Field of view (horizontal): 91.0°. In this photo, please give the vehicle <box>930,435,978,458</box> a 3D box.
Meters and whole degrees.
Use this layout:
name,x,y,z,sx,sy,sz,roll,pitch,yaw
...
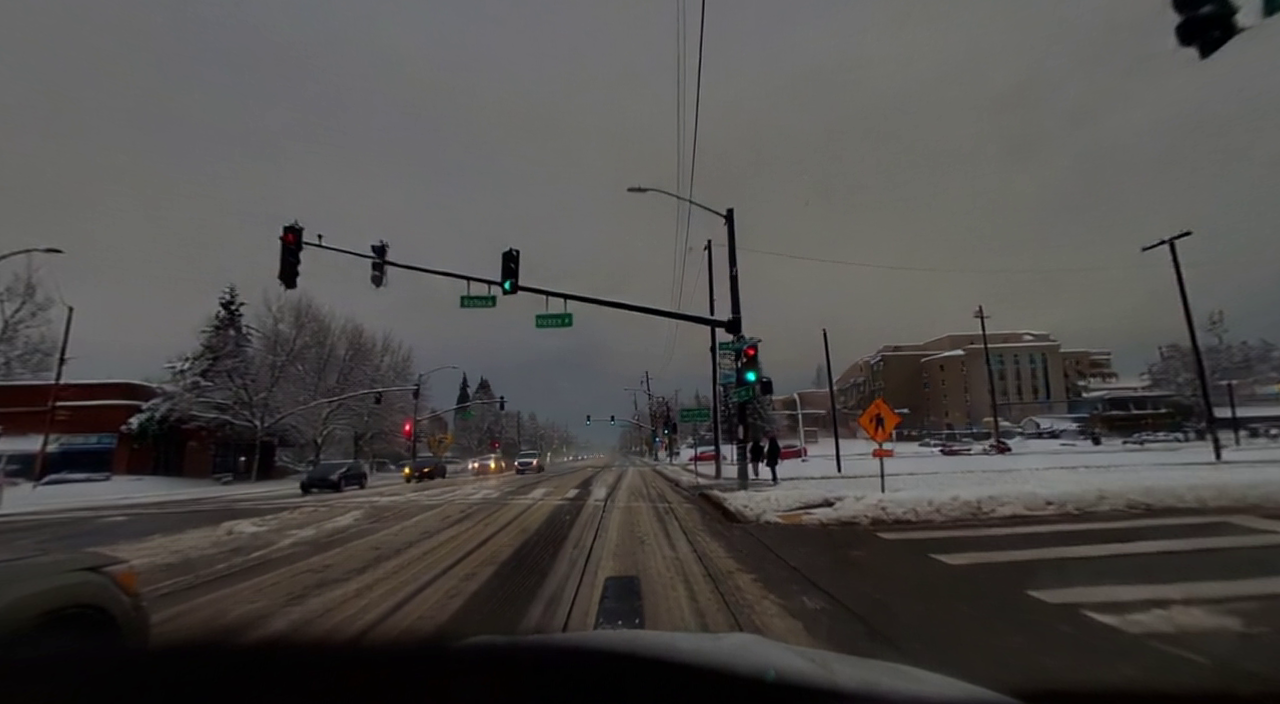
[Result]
name,x,y,z,sx,sy,sz,roll,pitch,yaw
vehicle,24.451,7.355,49.082,1.690,1.559,3.521,4,-7,-6

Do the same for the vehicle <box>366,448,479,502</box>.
name,x,y,z,sx,sy,sz,roll,pitch,yaw
vehicle,-6.711,3.832,20.039,1.960,1.479,4.654,0,-9,0

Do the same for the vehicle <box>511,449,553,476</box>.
name,x,y,z,sx,sy,sz,roll,pitch,yaw
vehicle,-7.004,7.245,41.264,2.012,1.664,3.917,0,-9,0

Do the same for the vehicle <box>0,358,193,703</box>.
name,x,y,z,sx,sy,sz,roll,pitch,yaw
vehicle,-3.407,0.650,1.013,2.042,1.673,4.516,0,-9,-1

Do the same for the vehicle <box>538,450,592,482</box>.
name,x,y,z,sx,sy,sz,roll,pitch,yaw
vehicle,-3.708,5.742,31.944,2.147,1.472,4.406,0,-9,1

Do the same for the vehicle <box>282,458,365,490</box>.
name,x,y,z,sx,sy,sz,roll,pitch,yaw
vehicle,-16.267,6.272,32.680,2.000,1.527,4.786,1,-9,-3
